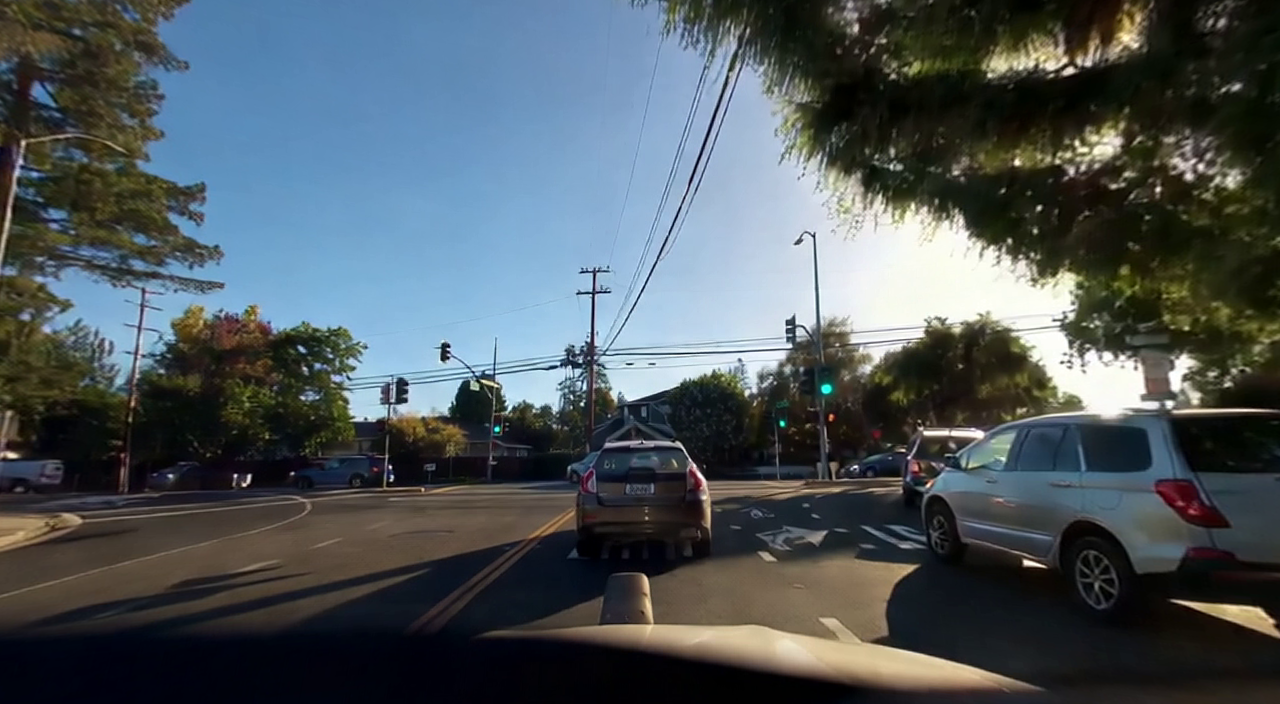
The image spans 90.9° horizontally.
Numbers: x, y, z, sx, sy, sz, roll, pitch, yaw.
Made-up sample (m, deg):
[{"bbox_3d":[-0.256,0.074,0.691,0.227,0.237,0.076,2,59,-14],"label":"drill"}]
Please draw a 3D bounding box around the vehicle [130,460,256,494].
[{"bbox_3d":[-21.003,5.844,29.680,4.736,1.475,1.921,-2,-9,9],"label":"vehicle"}]

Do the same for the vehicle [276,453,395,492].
[{"bbox_3d":[-13.806,5.428,28.683,4.485,1.625,1.980,-2,-9,10],"label":"vehicle"}]

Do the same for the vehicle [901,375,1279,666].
[{"bbox_3d":[4.614,1.417,6.474,2.095,1.836,4.895,-1,-8,5],"label":"vehicle"}]

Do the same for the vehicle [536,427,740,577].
[{"bbox_3d":[0.039,1.871,8.765,2.078,1.506,4.512,0,-8,2],"label":"vehicle"}]

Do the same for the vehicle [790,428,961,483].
[{"bbox_3d":[9.081,4.054,24.860,5.857,2.016,2.273,-1,-8,7],"label":"vehicle"}]
